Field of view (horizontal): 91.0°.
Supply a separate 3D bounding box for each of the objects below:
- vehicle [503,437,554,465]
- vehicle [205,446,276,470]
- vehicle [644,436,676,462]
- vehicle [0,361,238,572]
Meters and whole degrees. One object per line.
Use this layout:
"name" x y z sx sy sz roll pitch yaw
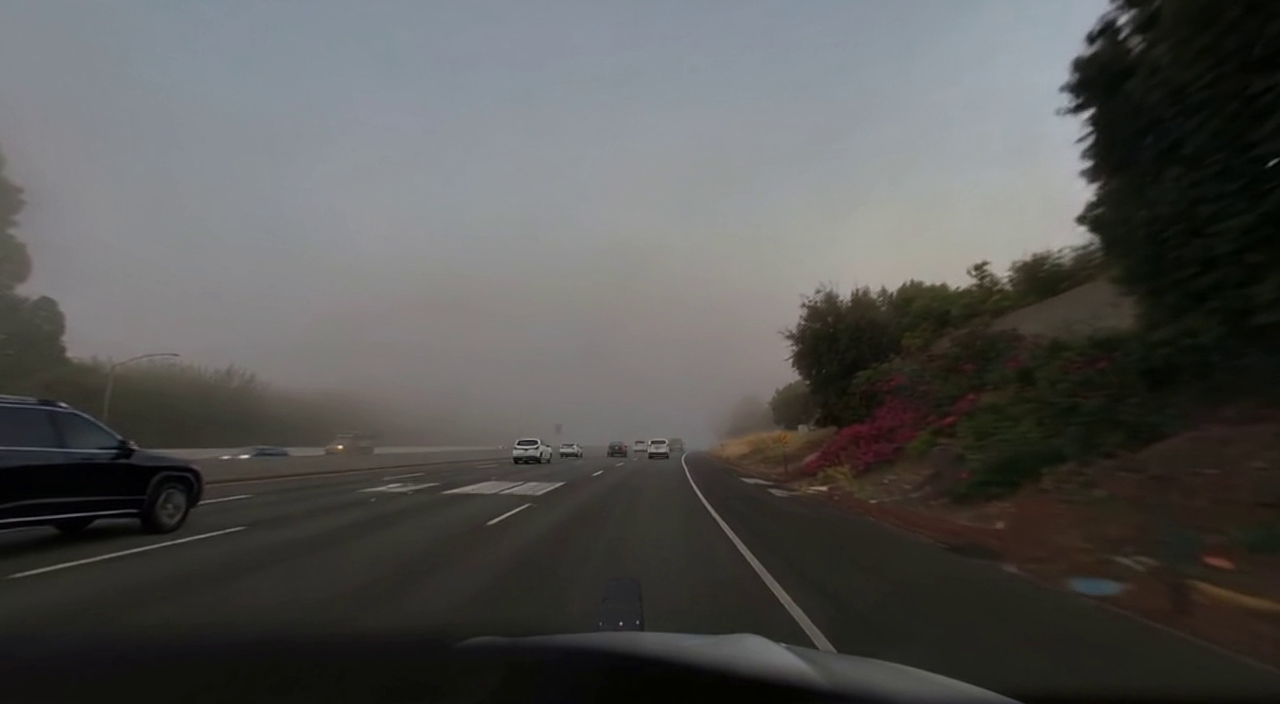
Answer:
"vehicle" -6.616 5.915 37.823 1.986 1.534 4.255 0 -8 4
"vehicle" -27.491 7.303 43.539 1.819 1.520 4.464 0 -8 3
"vehicle" 1.488 6.835 44.581 2.141 1.706 4.065 0 -8 4
"vehicle" -7.248 1.146 6.440 2.438 1.967 5.596 0 -8 2
